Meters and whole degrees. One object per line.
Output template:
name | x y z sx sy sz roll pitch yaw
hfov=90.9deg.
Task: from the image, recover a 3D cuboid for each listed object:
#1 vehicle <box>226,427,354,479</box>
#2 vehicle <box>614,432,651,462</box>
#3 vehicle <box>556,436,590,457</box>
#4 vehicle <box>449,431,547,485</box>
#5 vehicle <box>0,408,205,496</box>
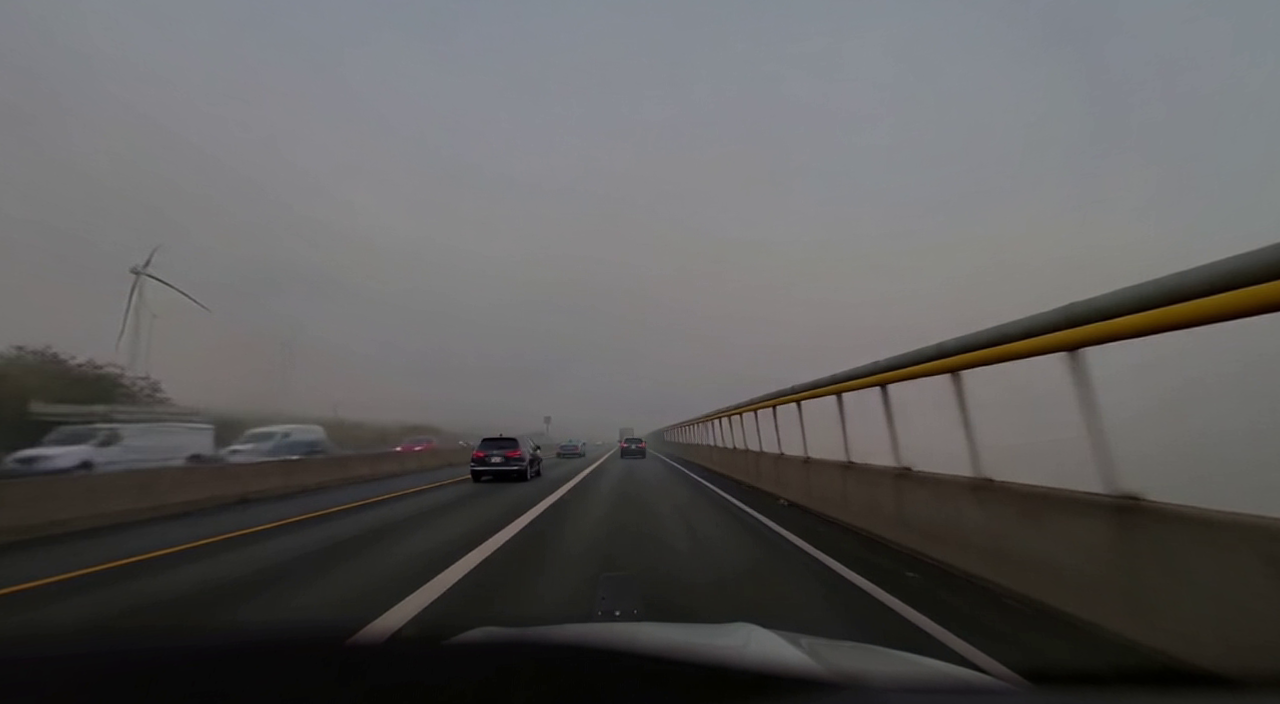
vehicle | -14.092 4.093 25.845 2.334 1.897 5.142 0 -8 -1
vehicle | -0.446 5.375 35.825 2.027 1.550 3.607 0 -8 -2
vehicle | -4.644 6.609 44.195 2.059 1.436 3.802 0 -8 -1
vehicle | -4.260 3.243 19.765 1.998 1.468 4.635 0 -8 0
vehicle | -17.865 3.290 21.202 2.522 2.584 5.381 0 -8 0
